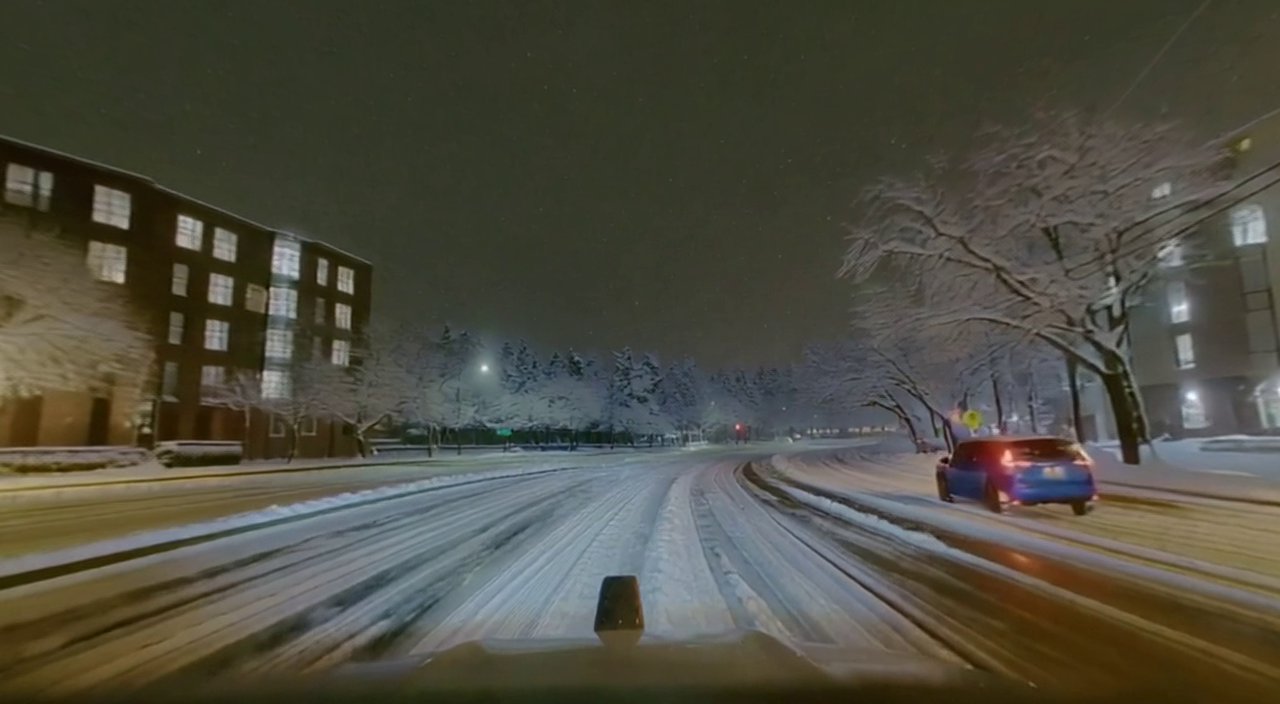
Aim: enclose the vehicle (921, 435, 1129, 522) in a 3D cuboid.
[{"bbox_3d":[7.487,2.469,12.801,1.908,1.476,3.880,-1,-9,3],"label":"vehicle"}]
